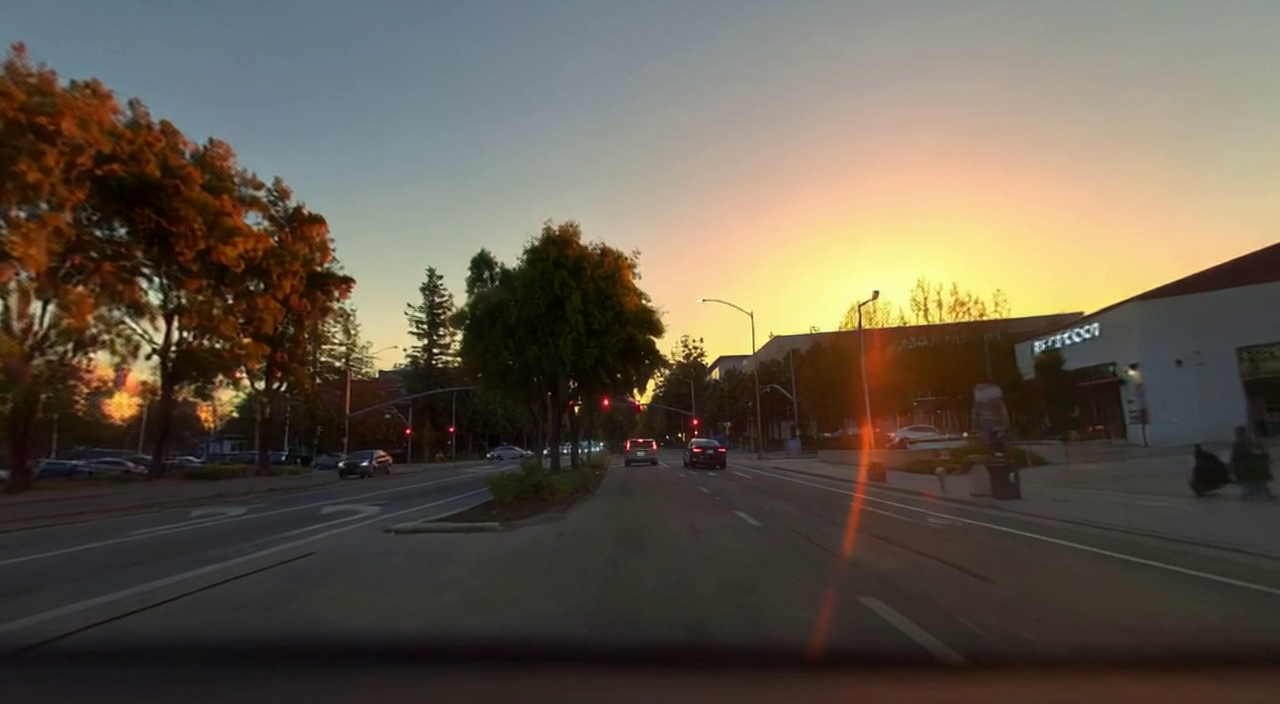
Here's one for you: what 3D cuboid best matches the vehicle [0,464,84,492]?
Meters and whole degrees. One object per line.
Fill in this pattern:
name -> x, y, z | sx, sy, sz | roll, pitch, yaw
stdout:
vehicle -> -34.181, 7.060, 35.411 | 4.096, 1.414, 1.834 | 5, -10, -29

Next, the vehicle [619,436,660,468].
vehicle -> -0.087, 5.698, 36.025 | 2.146, 1.685, 4.003 | 0, -9, -2

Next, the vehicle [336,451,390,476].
vehicle -> -18.420, 7.394, 42.214 | 1.832, 1.515, 4.369 | 0, -9, -3

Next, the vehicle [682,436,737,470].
vehicle -> 3.602, 5.340, 33.602 | 2.198, 1.660, 4.512 | 0, -9, -3

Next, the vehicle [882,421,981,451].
vehicle -> 15.674, 4.570, 34.156 | 4.344, 1.512, 1.936 | -1, -9, 5
